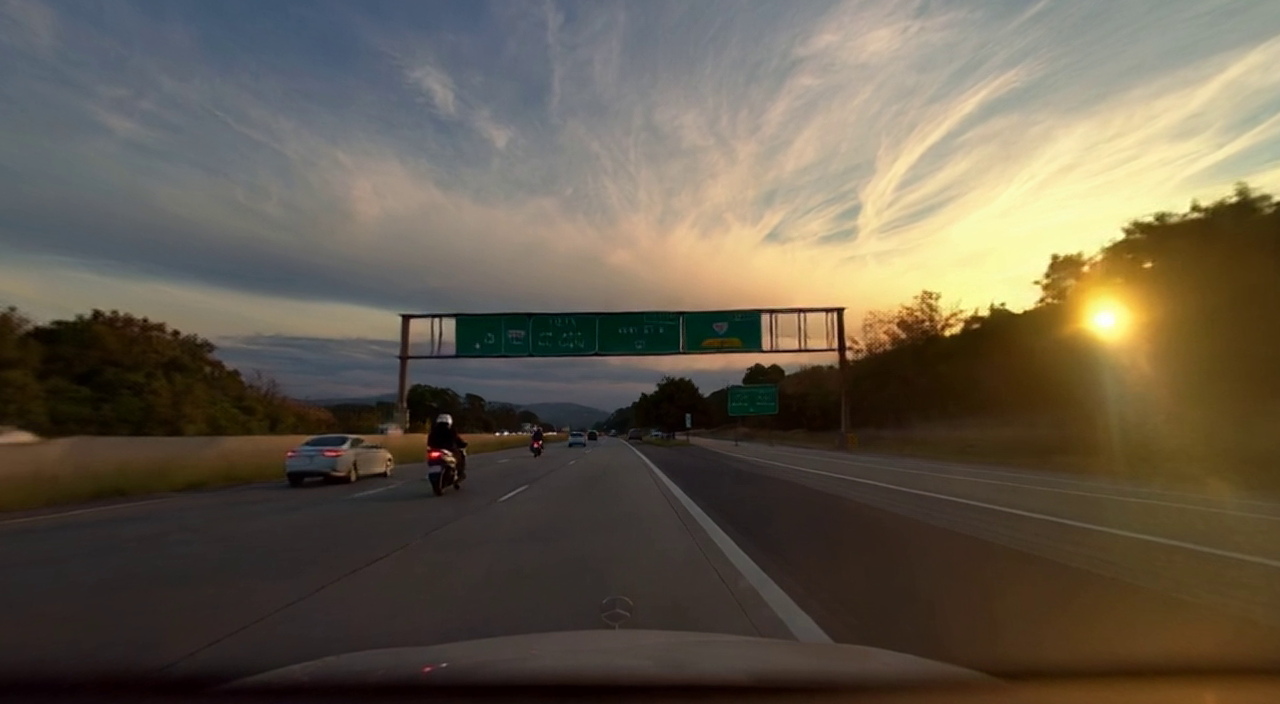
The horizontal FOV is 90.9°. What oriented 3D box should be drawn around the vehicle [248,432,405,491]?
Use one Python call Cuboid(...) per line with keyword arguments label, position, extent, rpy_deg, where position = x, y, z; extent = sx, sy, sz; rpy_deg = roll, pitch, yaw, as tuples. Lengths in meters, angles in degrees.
Cuboid(label="vehicle", position=(-8.420, 2.946, 17.530), extent=(2.053, 1.409, 4.704), rpy_deg=(0, -8, -1))
